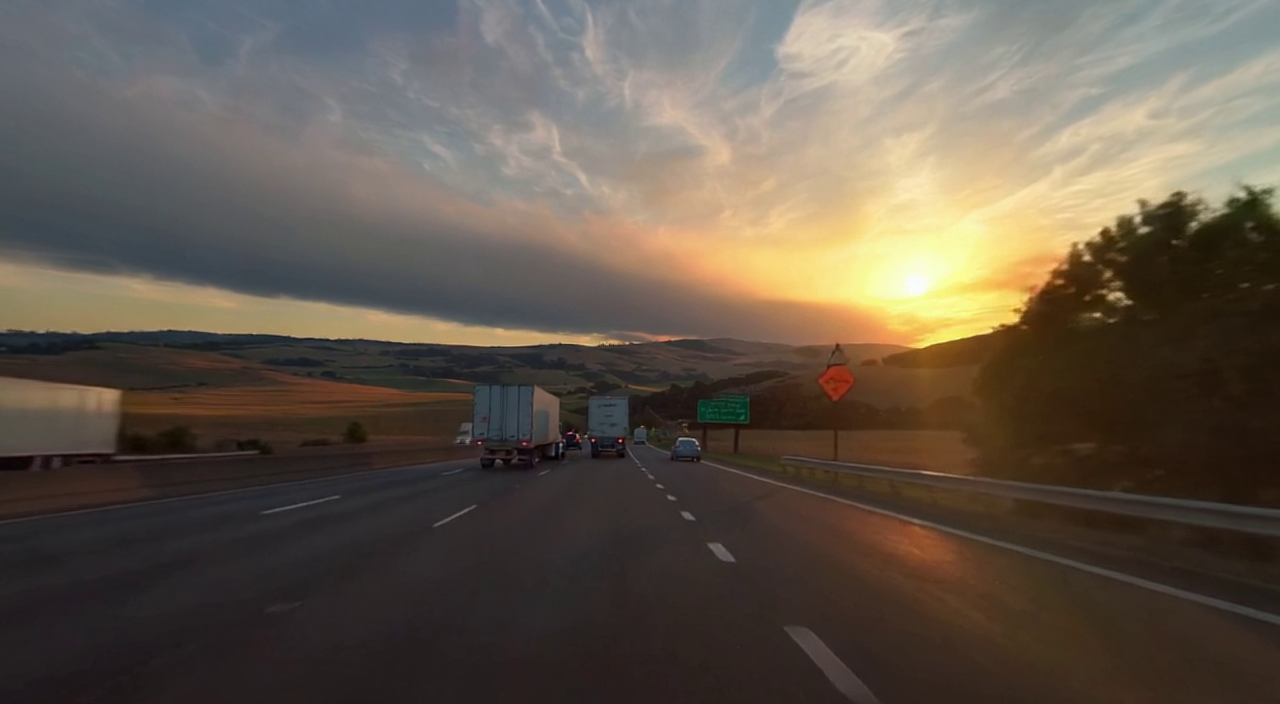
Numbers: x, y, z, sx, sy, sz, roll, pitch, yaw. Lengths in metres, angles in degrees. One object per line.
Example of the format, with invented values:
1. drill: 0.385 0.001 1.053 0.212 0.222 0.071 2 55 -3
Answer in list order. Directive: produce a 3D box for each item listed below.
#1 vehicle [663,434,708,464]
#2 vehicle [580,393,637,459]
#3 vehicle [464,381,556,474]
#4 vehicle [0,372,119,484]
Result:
1. vehicle: 2.290 4.985 32.499 1.891 1.477 3.599 0 -8 -3
2. vehicle: -2.513 5.756 47.431 3.475 4.037 17.454 0 -8 -4
3. vehicle: -5.298 3.282 26.953 2.728 3.405 7.096 0 -8 -3
4. vehicle: -24.976 2.542 21.376 2.894 4.071 14.117 0 -8 -2
